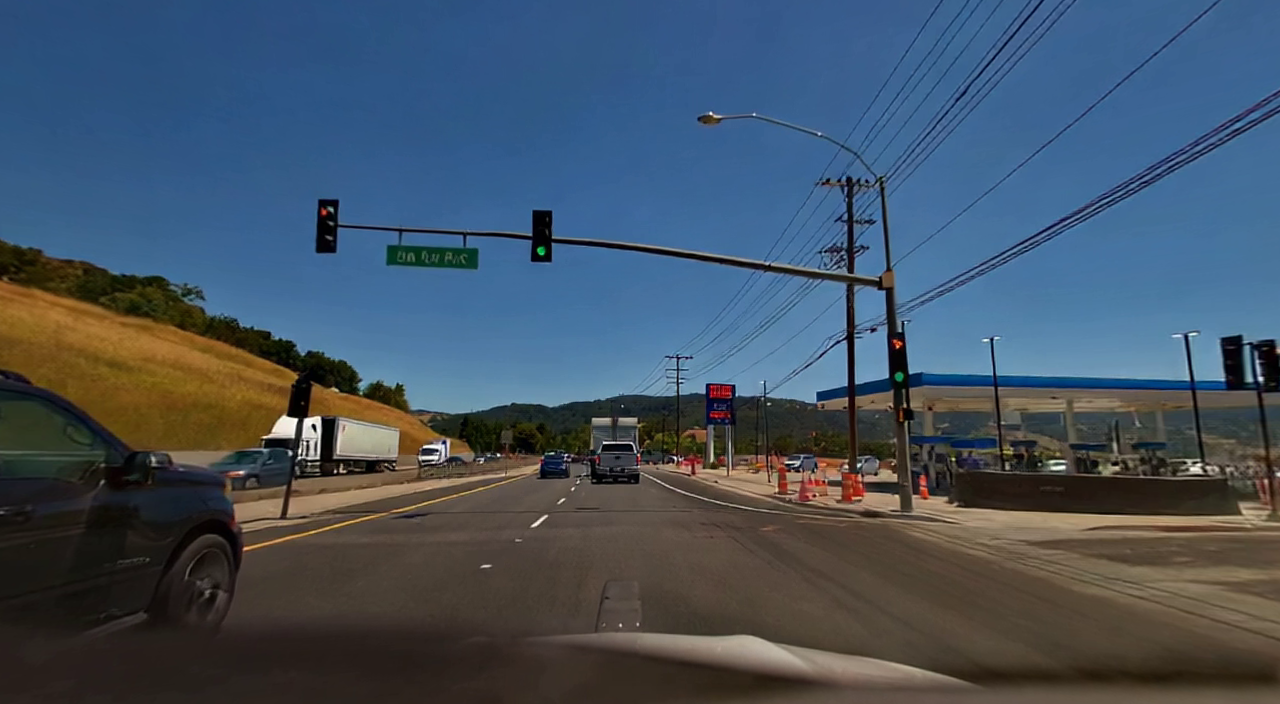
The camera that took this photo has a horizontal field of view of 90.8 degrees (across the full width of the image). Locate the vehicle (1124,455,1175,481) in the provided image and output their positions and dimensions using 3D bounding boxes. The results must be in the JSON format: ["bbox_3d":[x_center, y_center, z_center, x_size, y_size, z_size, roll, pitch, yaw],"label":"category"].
[{"bbox_3d":[34.068,7.687,42.205,3.770,1.581,1.764,7,-11,-39],"label":"vehicle"}]

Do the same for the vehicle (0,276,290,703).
[{"bbox_3d":[-3.760,0.579,1.653,2.345,2.012,5.693,0,-8,1],"label":"vehicle"}]

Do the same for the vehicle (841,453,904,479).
[{"bbox_3d":[18.239,8.871,49.404,5.424,1.844,2.255,7,-11,-41],"label":"vehicle"}]

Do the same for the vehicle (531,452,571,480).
[{"bbox_3d":[-5.196,6.726,37.460,1.972,1.496,4.150,0,-9,-3],"label":"vehicle"}]

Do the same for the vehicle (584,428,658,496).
[{"bbox_3d":[-0.782,4.116,24.082,2.486,2.280,5.291,0,-9,-3],"label":"vehicle"}]

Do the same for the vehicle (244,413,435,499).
[{"bbox_3d":[-10.565,4.116,23.517,3.491,2.435,7.610,3,-14,-2],"label":"vehicle"}]
